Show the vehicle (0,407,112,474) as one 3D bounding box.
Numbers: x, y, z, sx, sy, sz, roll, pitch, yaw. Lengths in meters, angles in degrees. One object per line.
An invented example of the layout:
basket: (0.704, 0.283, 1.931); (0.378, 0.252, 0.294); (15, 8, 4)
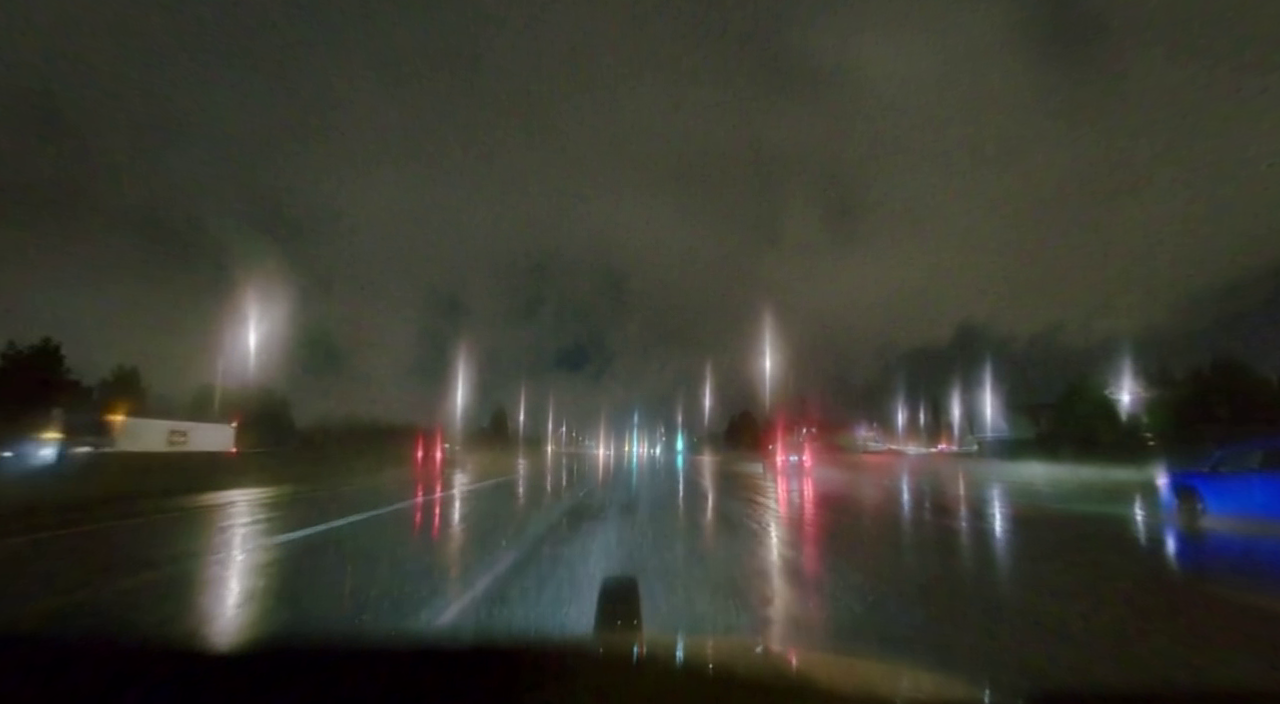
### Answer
vehicle: (-38.126, 5.570, 39.488); (2.992, 3.840, 8.262); (0, -9, 0)

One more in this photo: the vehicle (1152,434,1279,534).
vehicle: (10.594, 1.983, 9.483); (1.985, 1.493, 4.486); (0, -9, -1)

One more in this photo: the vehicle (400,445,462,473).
vehicle: (-11.327, 5.818, 34.568); (1.921, 1.452, 4.429); (0, -9, 0)

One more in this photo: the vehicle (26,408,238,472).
vehicle: (-38.243, 6.947, 49.359); (2.915, 4.090, 16.659); (0, -9, 0)
